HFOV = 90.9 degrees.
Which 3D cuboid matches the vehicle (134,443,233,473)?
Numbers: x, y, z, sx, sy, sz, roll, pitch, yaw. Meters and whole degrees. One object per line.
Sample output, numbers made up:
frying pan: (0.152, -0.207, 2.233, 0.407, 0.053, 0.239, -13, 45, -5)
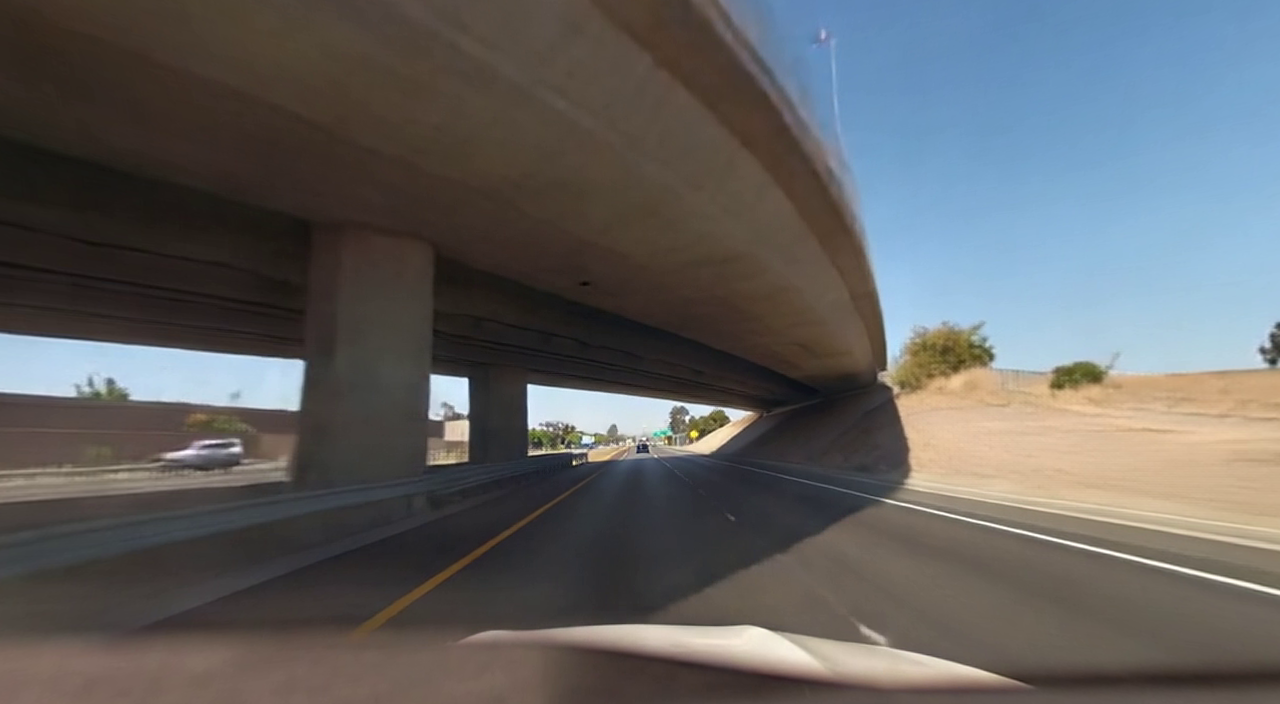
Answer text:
vehicle: (-29.254, 6.791, 40.721, 2.159, 1.797, 5.610, 0, -8, 1)
